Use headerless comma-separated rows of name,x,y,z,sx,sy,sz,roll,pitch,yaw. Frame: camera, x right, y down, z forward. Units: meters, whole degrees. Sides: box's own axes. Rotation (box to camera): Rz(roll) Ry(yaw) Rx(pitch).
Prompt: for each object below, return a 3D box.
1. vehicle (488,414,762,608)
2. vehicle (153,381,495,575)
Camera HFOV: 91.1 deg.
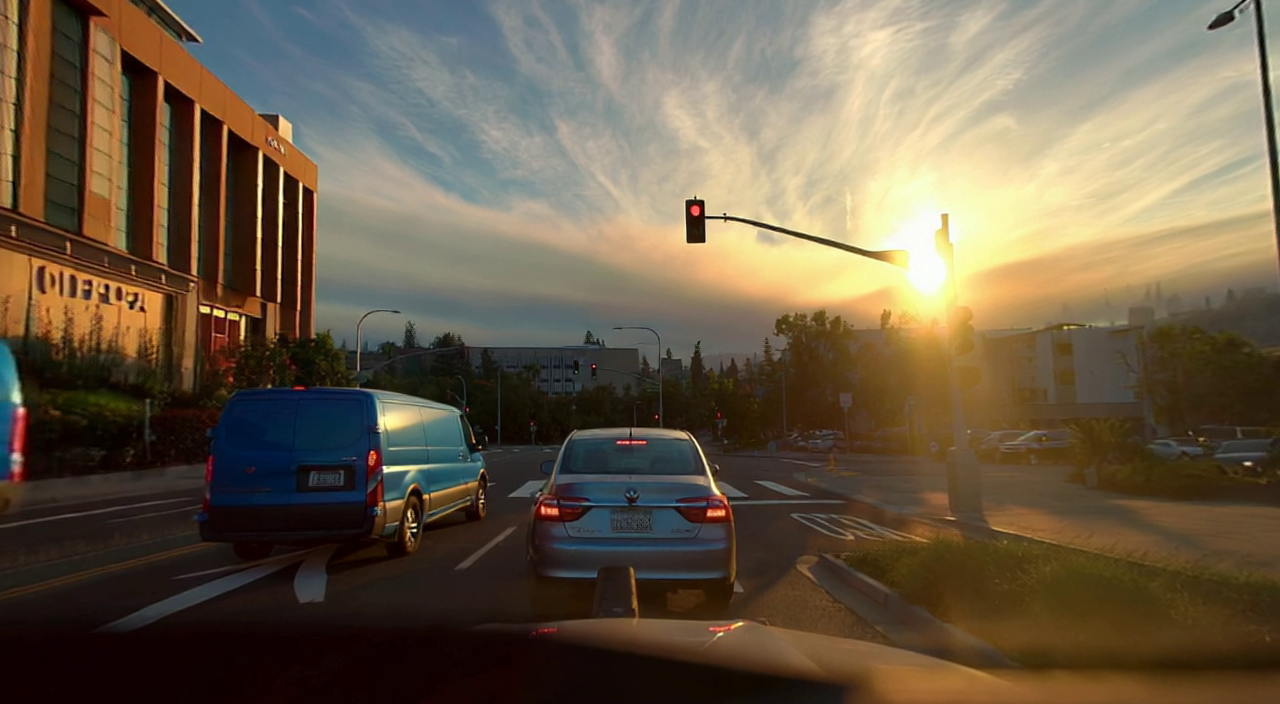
vehicle,-0.118,1.467,6.775,2.064,1.452,3.942,0,-8,0
vehicle,-3.585,1.528,8.567,2.076,1.820,5.100,0,-8,-1
